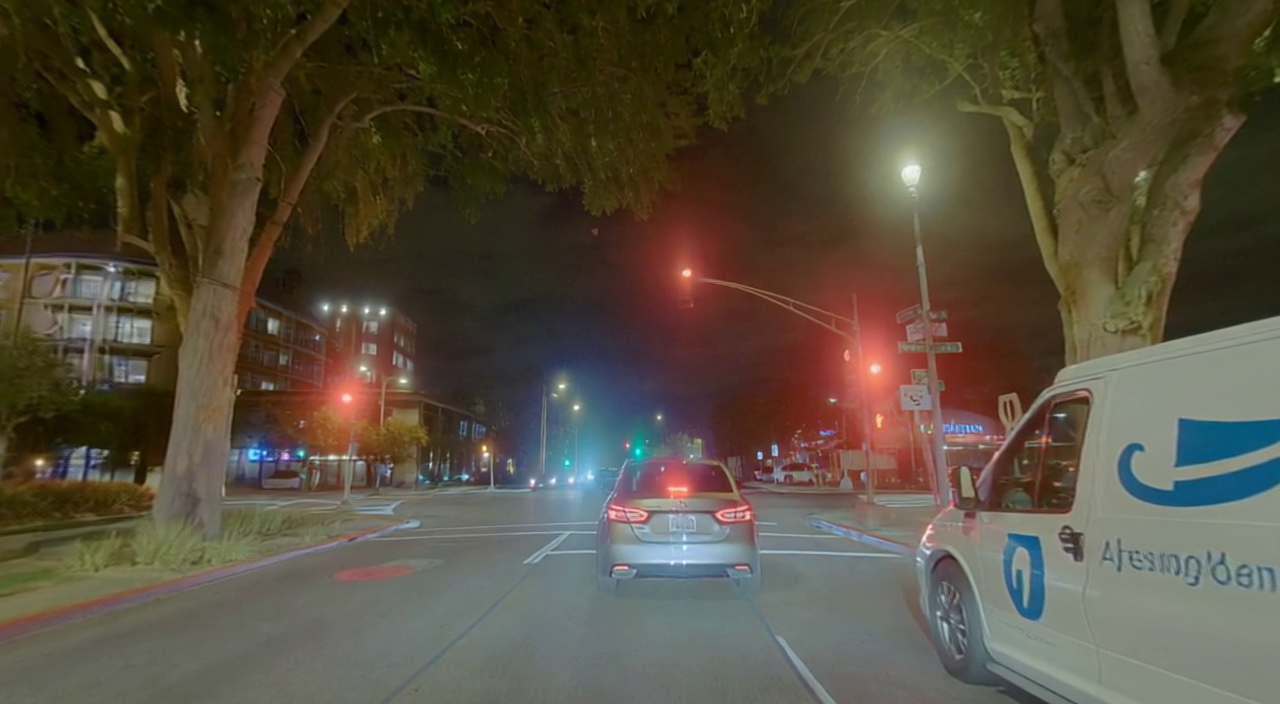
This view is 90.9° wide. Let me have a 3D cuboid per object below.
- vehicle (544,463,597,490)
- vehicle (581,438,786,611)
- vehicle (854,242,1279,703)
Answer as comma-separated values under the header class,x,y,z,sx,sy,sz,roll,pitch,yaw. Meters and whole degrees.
class,x,y,z,sx,sy,sz,roll,pitch,yaw
vehicle,-4.652,8.494,43.266,1.993,1.692,4.675,-2,-11,15
vehicle,0.350,1.999,7.931,1.961,1.629,3.610,1,-11,-2
vehicle,2.857,0.853,2.662,2.054,1.965,5.248,1,-11,0
